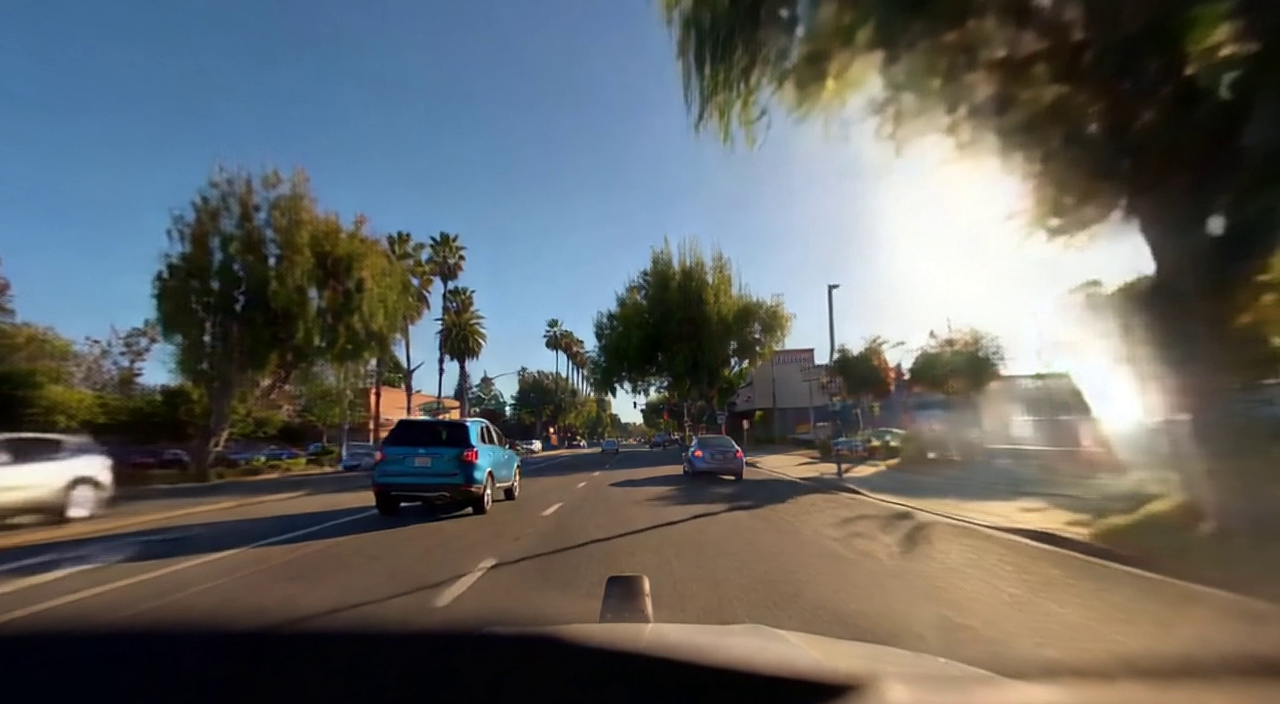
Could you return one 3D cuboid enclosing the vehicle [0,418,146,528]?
[{"bbox_3d":[-11.579,2.015,10.552,2.110,1.790,5.333,0,-8,2],"label":"vehicle"}]

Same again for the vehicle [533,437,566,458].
[{"bbox_3d":[-6.573,6.991,46.099,1.751,1.445,4.340,0,-8,1],"label":"vehicle"}]

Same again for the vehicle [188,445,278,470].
[{"bbox_3d":[-27.171,7.015,42.150,4.697,1.521,2.017,8,-11,-43],"label":"vehicle"}]

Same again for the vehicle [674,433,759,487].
[{"bbox_3d":[2.234,3.321,19.751,1.919,1.472,4.470,0,-8,-3],"label":"vehicle"}]

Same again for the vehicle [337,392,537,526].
[{"bbox_3d":[-3.397,1.924,11.703,2.152,1.987,4.527,0,-8,0],"label":"vehicle"}]

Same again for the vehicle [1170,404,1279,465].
[{"bbox_3d":[18.642,2.481,18.776,4.591,1.666,1.901,2,-9,-15],"label":"vehicle"}]

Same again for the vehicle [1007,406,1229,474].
[{"bbox_3d":[13.198,2.501,17.876,1.887,1.630,4.705,2,-9,-16],"label":"vehicle"}]

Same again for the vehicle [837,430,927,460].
[{"bbox_3d":[12.045,4.643,31.568,1.874,1.386,3.745,6,-10,-36],"label":"vehicle"}]

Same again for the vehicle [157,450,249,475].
[{"bbox_3d":[-26.700,6.733,38.560,2.011,1.395,4.238,-8,-11,44],"label":"vehicle"}]
